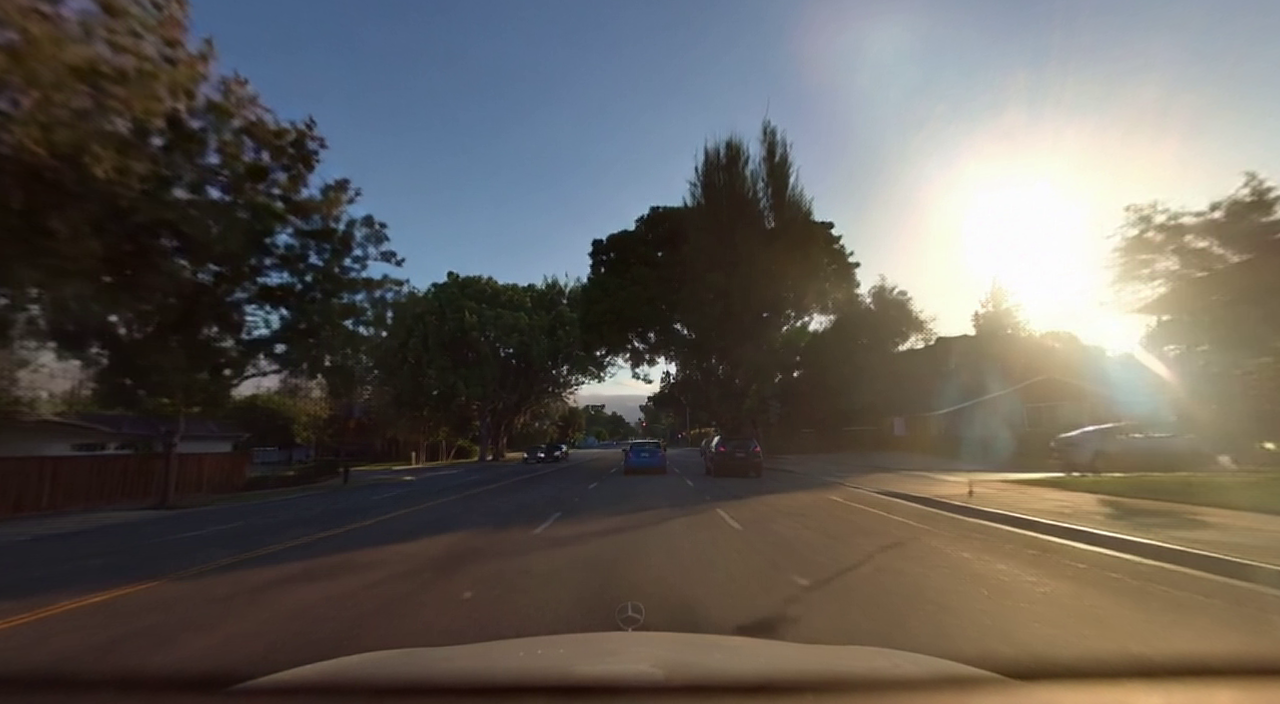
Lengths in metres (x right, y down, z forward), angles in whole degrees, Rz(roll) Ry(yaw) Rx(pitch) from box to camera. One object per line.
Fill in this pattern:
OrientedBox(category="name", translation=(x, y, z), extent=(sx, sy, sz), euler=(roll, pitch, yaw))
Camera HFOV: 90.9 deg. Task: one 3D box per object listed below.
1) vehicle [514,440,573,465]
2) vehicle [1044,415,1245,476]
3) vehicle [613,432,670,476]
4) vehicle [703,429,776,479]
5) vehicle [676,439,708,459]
OrientedBox(category="vehicle", translation=(-7.024, 7.280, 45.599), extent=(4.296, 1.611, 1.942), euler=(-10, -13, 40))
OrientedBox(category="vehicle", translation=(15.346, 2.862, 19.392), extent=(4.378, 1.754, 2.007), euler=(0, -8, 0))
OrientedBox(category="vehicle", translation=(0.077, 4.242, 26.398), extent=(2.200, 1.653, 4.127), euler=(0, -8, 1))
OrientedBox(category="vehicle", translation=(3.654, 3.858, 23.989), extent=(2.024, 1.711, 4.512), euler=(0, -8, 0))
OrientedBox(category="vehicle", translation=(3.934, 7.409, 48.324), extent=(2.099, 1.463, 4.130), euler=(0, -8, 0))
